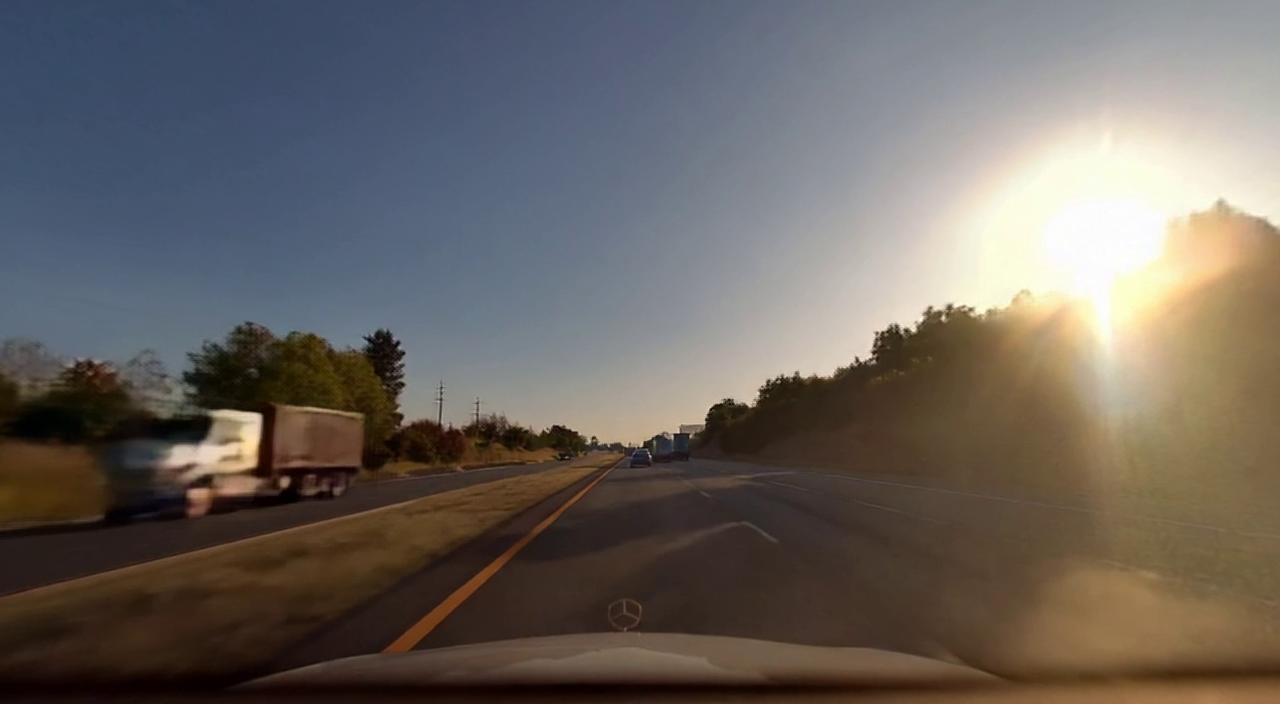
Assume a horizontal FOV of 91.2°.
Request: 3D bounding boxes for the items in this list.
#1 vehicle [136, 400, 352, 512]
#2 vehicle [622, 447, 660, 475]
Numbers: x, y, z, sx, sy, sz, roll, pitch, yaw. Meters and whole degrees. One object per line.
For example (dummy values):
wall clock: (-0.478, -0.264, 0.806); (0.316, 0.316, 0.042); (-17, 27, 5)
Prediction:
vehicle: (-15.810, 4.314, 26.343); (2.951, 3.808, 9.312); (0, -9, 0)
vehicle: (0.012, 6.340, 36.636); (2.083, 1.473, 3.923); (0, -9, -1)
